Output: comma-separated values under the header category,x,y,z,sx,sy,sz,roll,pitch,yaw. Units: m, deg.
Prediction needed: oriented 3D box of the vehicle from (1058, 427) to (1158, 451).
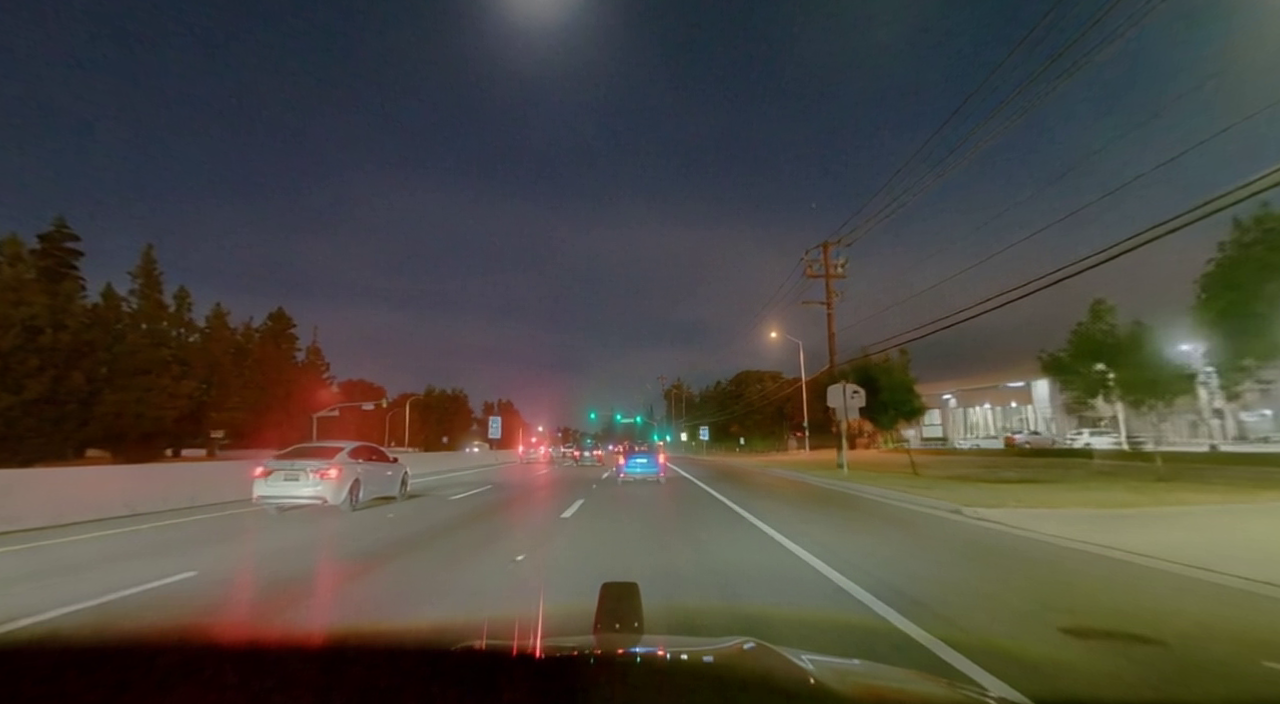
category,x,y,z,sx,sy,sz,roll,pitch,yaw
vehicle,29.638,5.536,40.093,4.674,1.485,1.874,-1,-8,6

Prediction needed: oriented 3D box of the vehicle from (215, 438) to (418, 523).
category,x,y,z,sx,sy,sz,roll,pitch,yaw
vehicle,-6.542,2.613,13.496,1.900,1.483,4.547,0,-8,1

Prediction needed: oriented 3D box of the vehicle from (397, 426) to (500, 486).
category,x,y,z,sx,sy,sz,roll,pitch,yaw
vehicle,-6.730,3.710,22.896,2.144,1.905,4.967,0,-8,0

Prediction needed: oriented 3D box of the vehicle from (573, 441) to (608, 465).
category,x,y,z,sx,sy,sz,roll,pitch,yaw
vehicle,-3.273,6.829,42.706,2.055,1.510,3.961,0,-8,0

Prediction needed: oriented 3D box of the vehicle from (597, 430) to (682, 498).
category,x,y,z,sx,sy,sz,roll,pitch,yaw
vehicle,-0.044,3.110,17.929,2.140,1.653,4.108,0,-8,-1

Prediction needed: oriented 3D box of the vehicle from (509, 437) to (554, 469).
category,x,y,z,sx,sy,sz,roll,pitch,yaw
vehicle,-6.346,5.958,37.316,1.914,1.756,4.179,0,-8,0

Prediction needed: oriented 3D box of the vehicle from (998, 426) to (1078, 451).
category,x,y,z,sx,sy,sz,roll,pitch,yaw
vehicle,29.567,6.440,47.029,4.554,1.761,2.095,0,-8,0
